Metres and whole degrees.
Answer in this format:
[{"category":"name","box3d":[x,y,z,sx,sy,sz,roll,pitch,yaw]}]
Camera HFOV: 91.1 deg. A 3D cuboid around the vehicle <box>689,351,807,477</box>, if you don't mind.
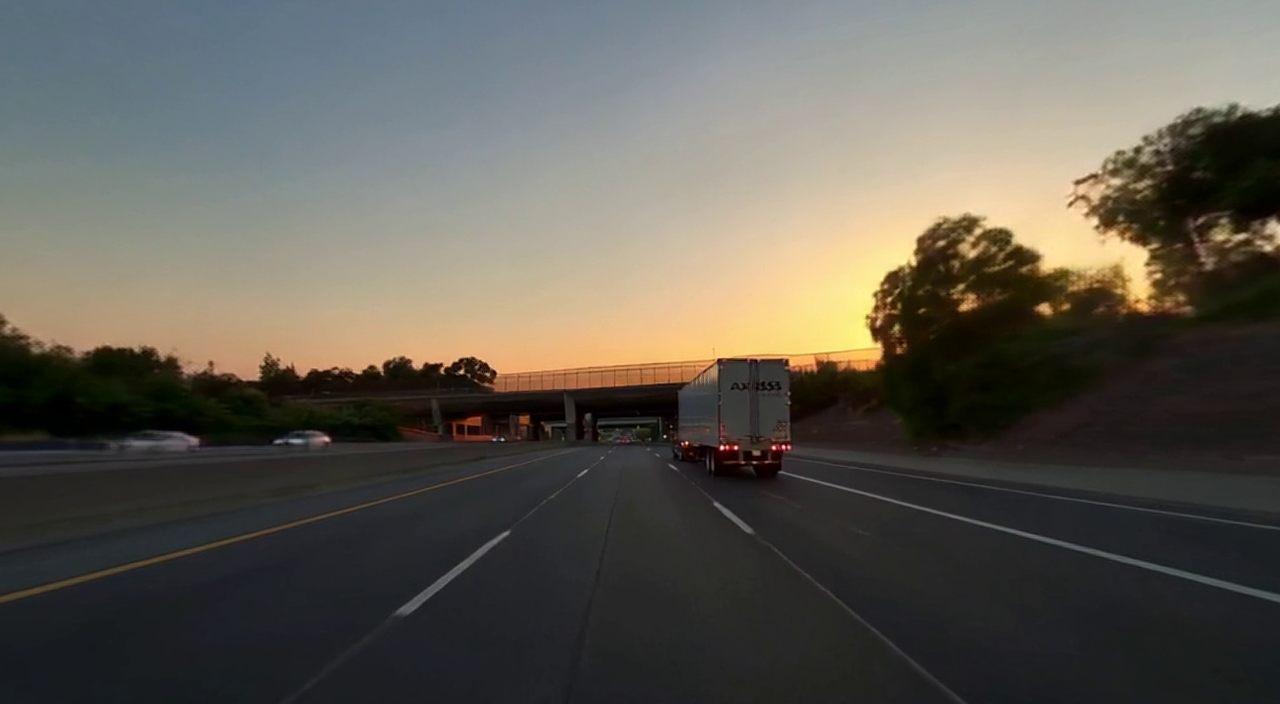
[{"category":"vehicle","box3d":[3.762,2.545,24.490,2.880,3.986,9.103,0,-8,0]}]
